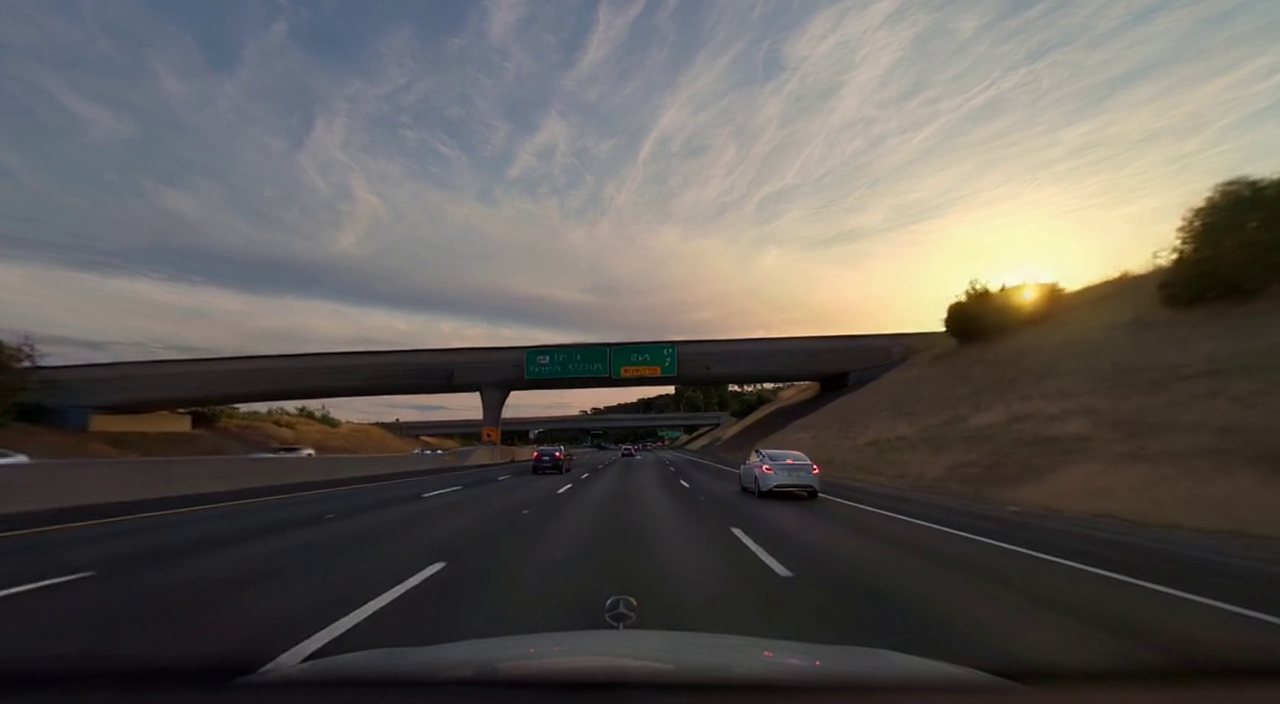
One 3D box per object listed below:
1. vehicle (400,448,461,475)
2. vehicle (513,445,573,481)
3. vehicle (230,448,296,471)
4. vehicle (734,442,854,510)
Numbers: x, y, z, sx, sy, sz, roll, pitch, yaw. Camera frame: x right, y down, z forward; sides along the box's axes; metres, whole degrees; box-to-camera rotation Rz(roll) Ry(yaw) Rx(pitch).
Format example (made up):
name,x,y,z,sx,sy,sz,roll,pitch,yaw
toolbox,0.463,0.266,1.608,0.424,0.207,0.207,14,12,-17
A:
name,x,y,z,sx,sy,sz,roll,pitch,yaw
vehicle,-12.216,6.393,37.025,1.919,1.497,4.765,0,-9,0
vehicle,-4.486,5.208,29.826,2.072,1.545,4.687,0,-9,0
vehicle,-28.990,8.241,48.618,2.064,1.663,4.851,0,-9,0
vehicle,3.886,3.200,16.747,2.079,1.535,4.316,0,-9,0
